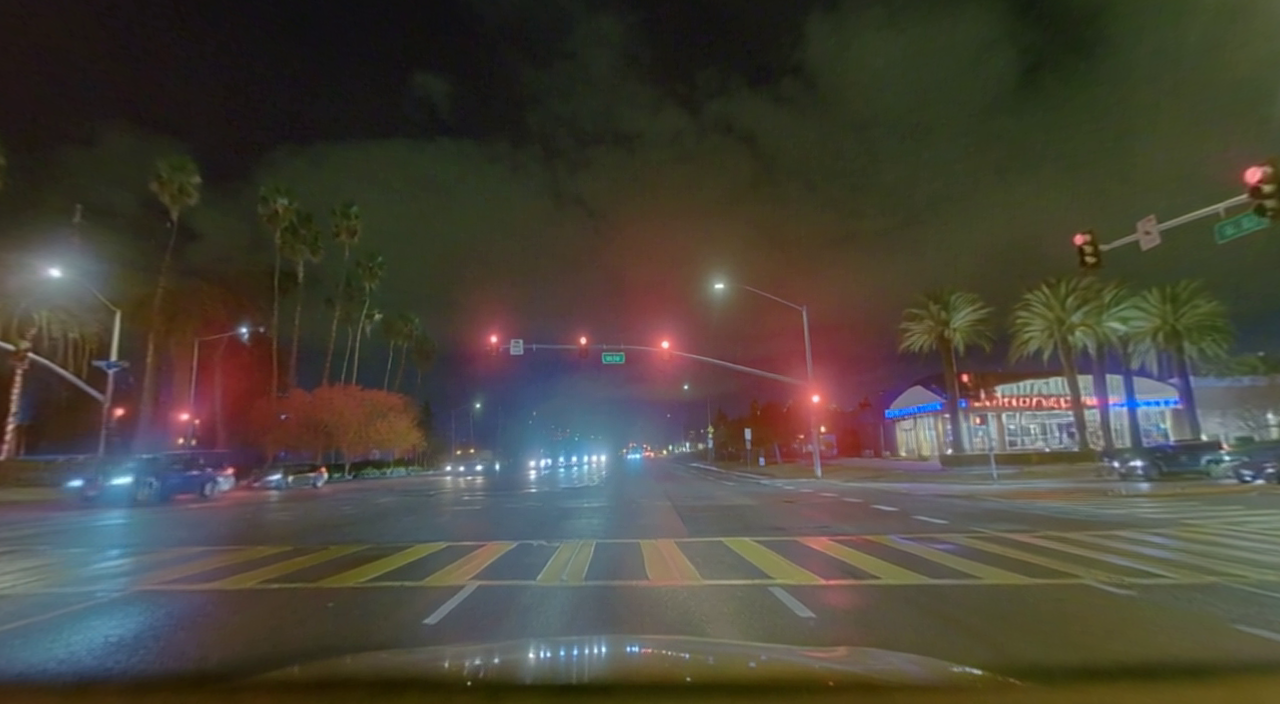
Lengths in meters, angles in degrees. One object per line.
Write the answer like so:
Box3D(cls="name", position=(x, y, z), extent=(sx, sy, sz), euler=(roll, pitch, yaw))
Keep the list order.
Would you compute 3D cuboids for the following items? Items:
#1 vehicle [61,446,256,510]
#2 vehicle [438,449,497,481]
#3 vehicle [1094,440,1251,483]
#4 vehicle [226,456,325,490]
Box3D(cls="vehicle", position=(-14.282, 3.727, 19.222), extent=(2.074, 1.671, 4.755), euler=(0, -9, 2))
Box3D(cls="vehicle", position=(-9.716, 6.375, 36.051), extent=(2.074, 1.681, 4.417), euler=(0, -9, 0))
Box3D(cls="vehicle", position=(22.214, 4.566, 26.505), extent=(4.533, 1.676, 2.236), euler=(0, -9, -1))
Box3D(cls="vehicle", position=(-17.487, 5.800, 30.604), extent=(1.874, 1.467, 4.768), euler=(0, -9, 1))
